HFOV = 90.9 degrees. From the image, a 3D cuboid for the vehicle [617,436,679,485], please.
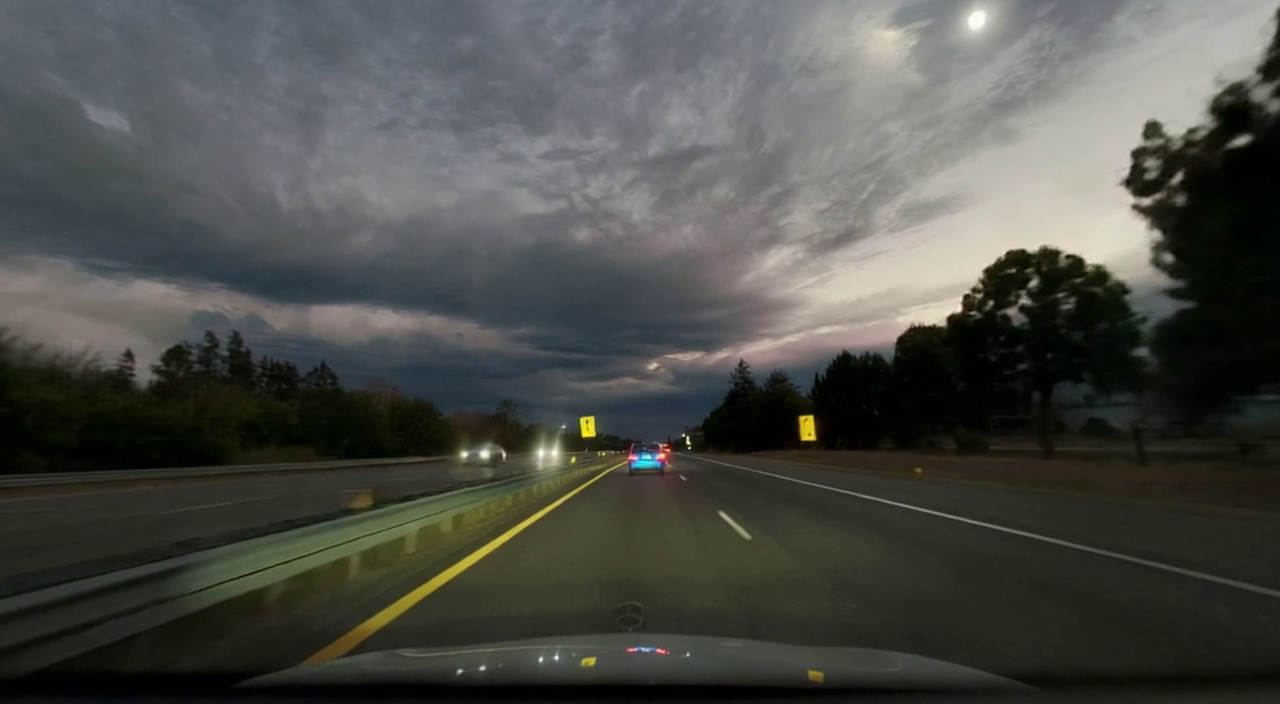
[{"bbox_3d":[0.283,4.122,24.211,2.190,1.706,4.062,0,-9,0],"label":"vehicle"}]
